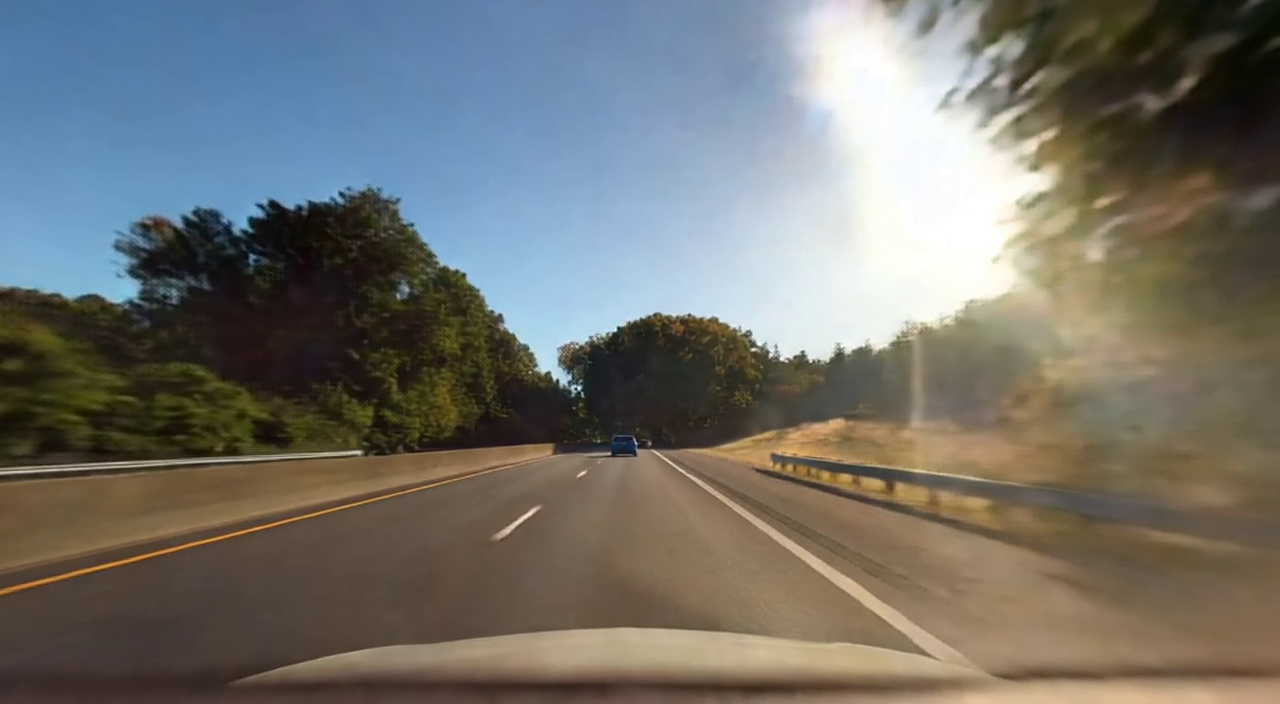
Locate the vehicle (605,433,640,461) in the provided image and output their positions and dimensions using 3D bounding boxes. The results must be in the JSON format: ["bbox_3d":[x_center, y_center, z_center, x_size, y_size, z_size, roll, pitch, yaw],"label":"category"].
[{"bbox_3d":[-1.040,6.010,40.032,2.094,1.653,4.283,0,-8,0],"label":"vehicle"}]
